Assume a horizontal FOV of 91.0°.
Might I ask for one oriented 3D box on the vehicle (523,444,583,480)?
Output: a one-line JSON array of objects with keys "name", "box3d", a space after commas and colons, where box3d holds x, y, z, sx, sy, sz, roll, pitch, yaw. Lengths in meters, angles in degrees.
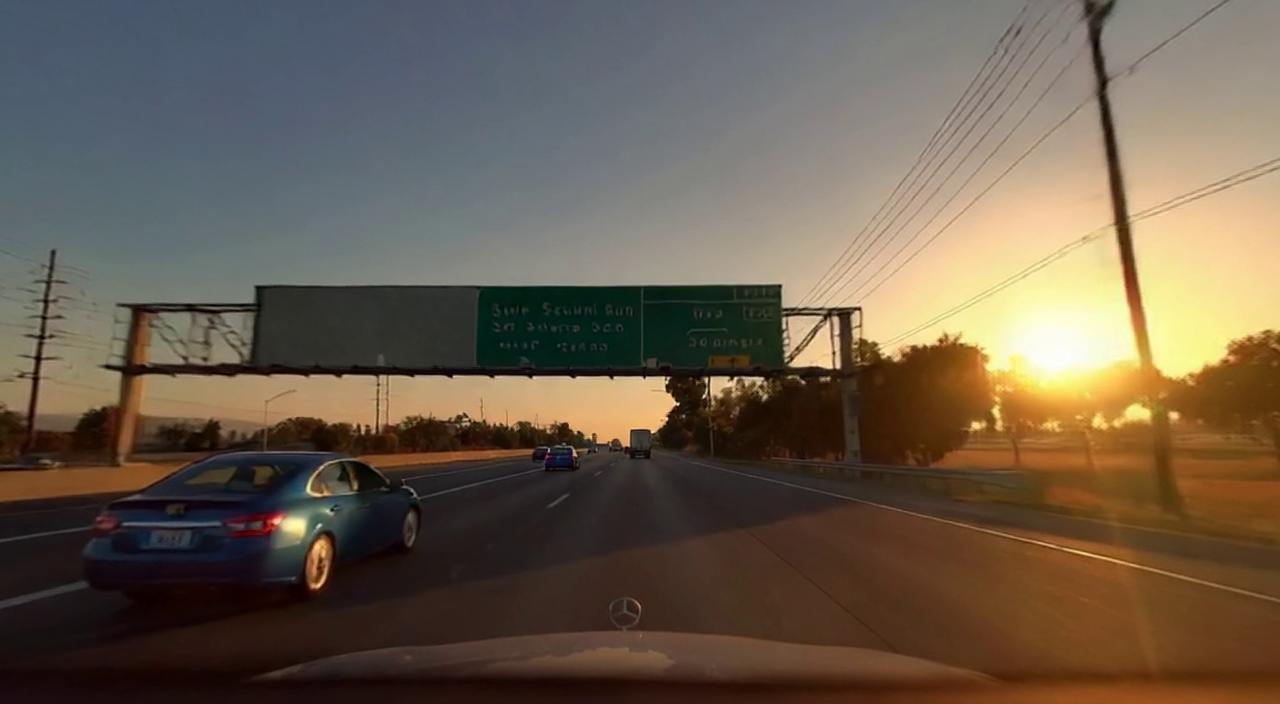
[{"name": "vehicle", "box3d": [-3.926, 5.054, 29.238, 2.104, 1.501, 4.459, 0, -9, 0]}]
